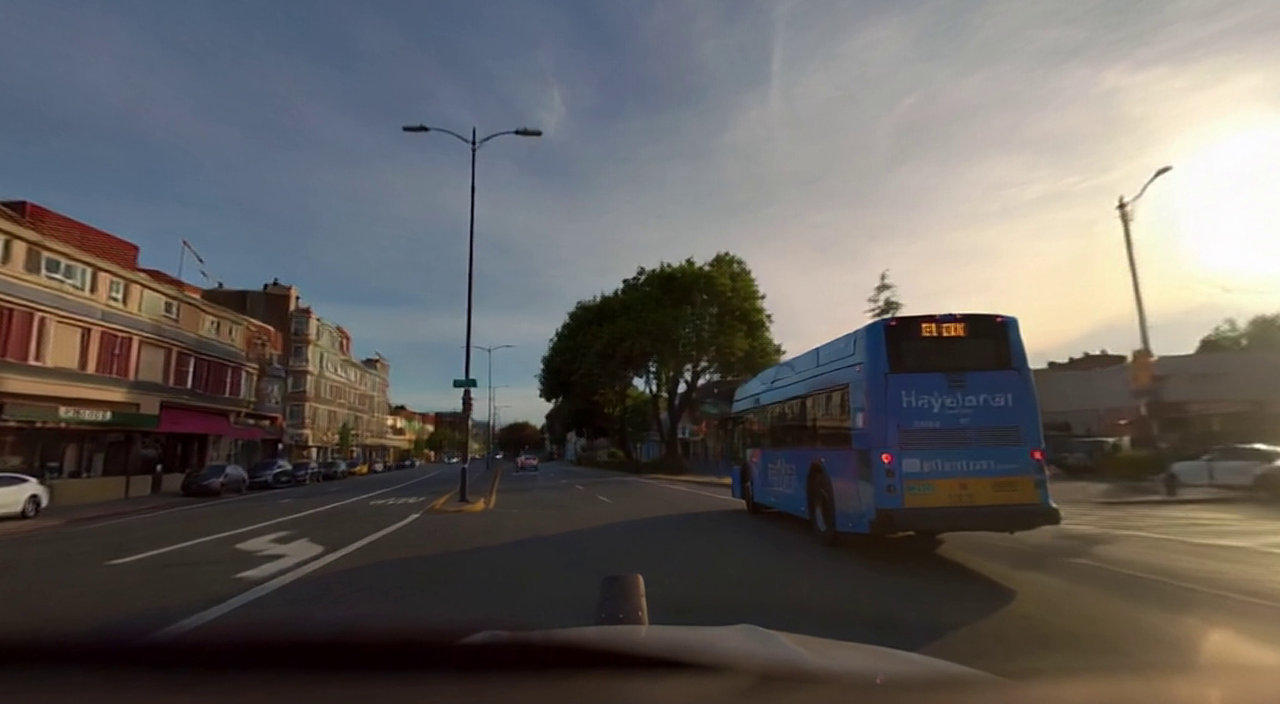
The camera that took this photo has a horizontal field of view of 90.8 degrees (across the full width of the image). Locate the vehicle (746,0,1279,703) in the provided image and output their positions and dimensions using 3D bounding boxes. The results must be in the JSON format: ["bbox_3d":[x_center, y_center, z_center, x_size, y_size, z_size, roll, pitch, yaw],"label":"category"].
[{"bbox_3d":[3.301,0.288,3.892,3.194,3.345,12.428,0,-9,0],"label":"vehicle"}]

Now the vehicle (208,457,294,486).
[{"bbox_3d":[-26.025,7.990,42.359,4.392,1.800,1.902,1,-9,-7],"label":"vehicle"}]

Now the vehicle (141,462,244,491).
[{"bbox_3d":[-26.297,7.312,37.313,4.592,1.474,1.880,4,-9,-26],"label":"vehicle"}]
